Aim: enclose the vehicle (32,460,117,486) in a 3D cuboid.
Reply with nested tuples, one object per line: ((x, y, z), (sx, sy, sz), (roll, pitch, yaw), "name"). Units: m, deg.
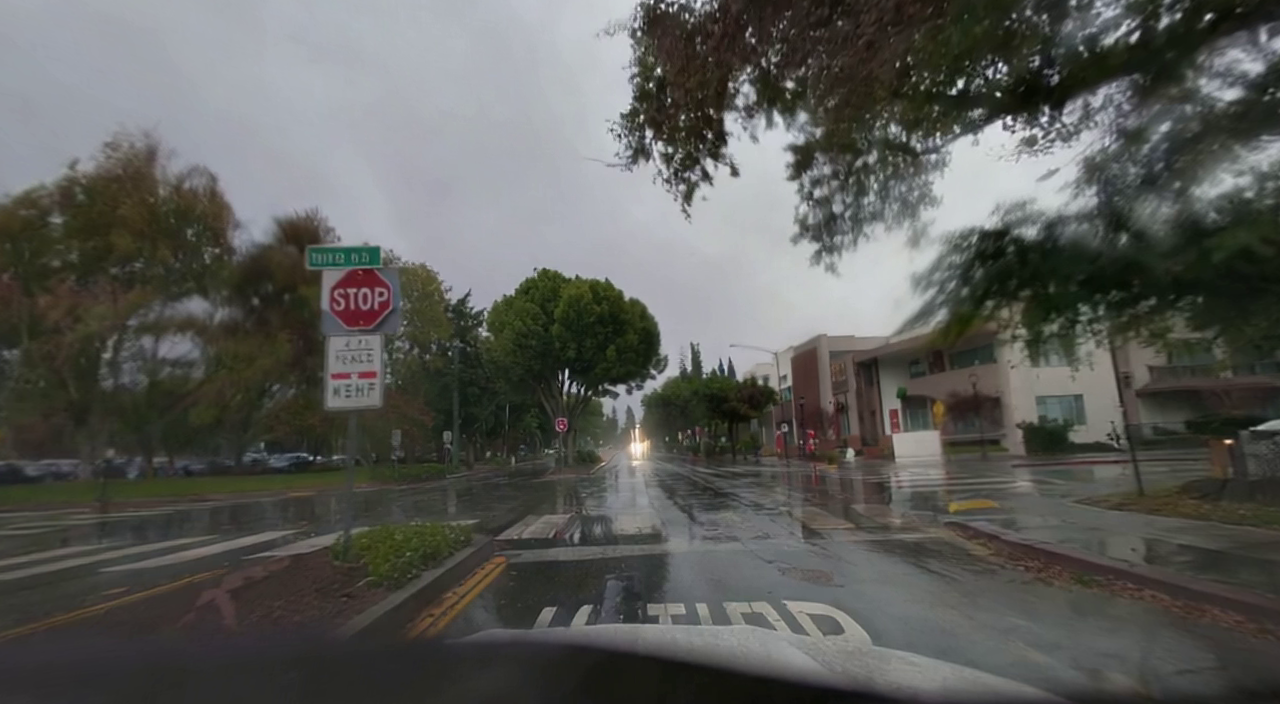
((-37.108, 7.903, 41.619), (1.871, 1.523, 4.028), (0, -9, -1), "vehicle")
